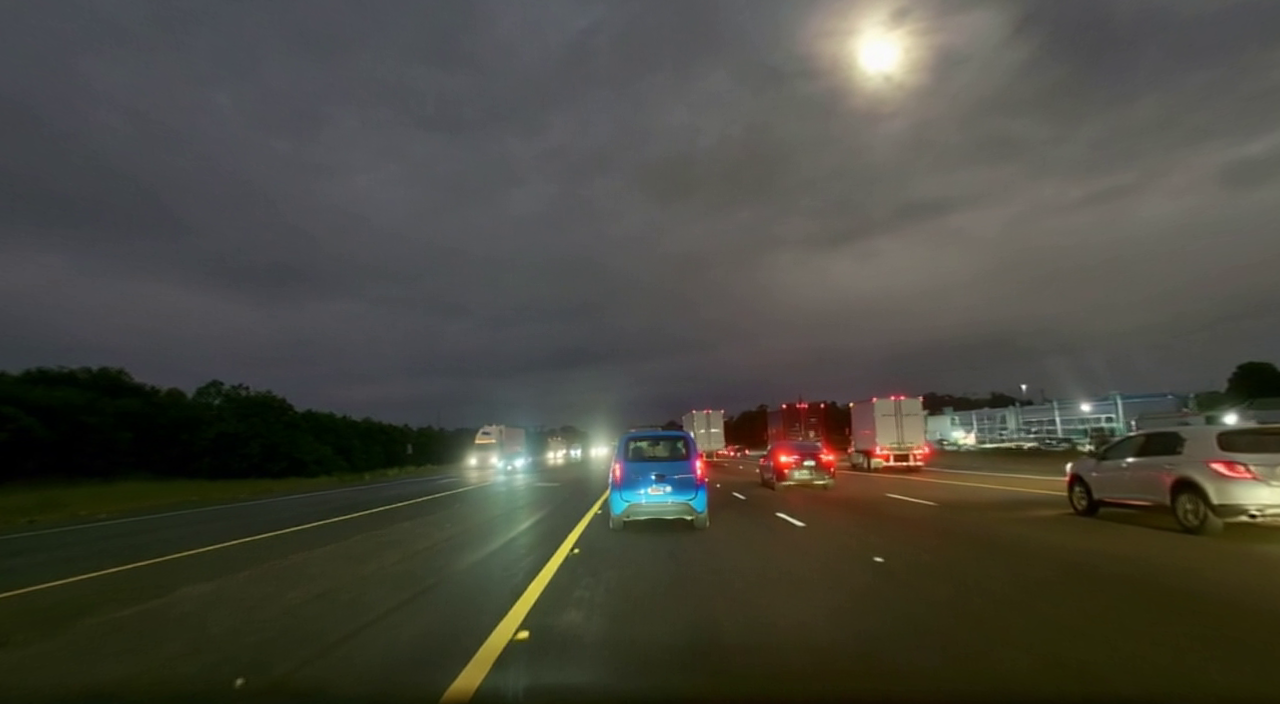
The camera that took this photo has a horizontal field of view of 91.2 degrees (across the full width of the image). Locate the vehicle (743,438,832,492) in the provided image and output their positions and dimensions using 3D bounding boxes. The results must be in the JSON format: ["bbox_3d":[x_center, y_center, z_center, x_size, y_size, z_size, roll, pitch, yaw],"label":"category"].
[{"bbox_3d":[4.504,3.495,19.718,1.859,1.512,3.711,0,-9,0],"label":"vehicle"}]

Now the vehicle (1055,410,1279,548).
[{"bbox_3d":[8.751,1.824,9.497,1.913,1.652,4.384,-1,-9,1],"label":"vehicle"}]

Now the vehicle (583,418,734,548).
[{"bbox_3d":[0.235,1.971,9.954,1.965,1.664,3.428,0,-9,0],"label":"vehicle"}]

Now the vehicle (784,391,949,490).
[{"bbox_3d":[8.551,3.662,25.671,2.799,3.188,10.578,0,-9,0],"label":"vehicle"}]
